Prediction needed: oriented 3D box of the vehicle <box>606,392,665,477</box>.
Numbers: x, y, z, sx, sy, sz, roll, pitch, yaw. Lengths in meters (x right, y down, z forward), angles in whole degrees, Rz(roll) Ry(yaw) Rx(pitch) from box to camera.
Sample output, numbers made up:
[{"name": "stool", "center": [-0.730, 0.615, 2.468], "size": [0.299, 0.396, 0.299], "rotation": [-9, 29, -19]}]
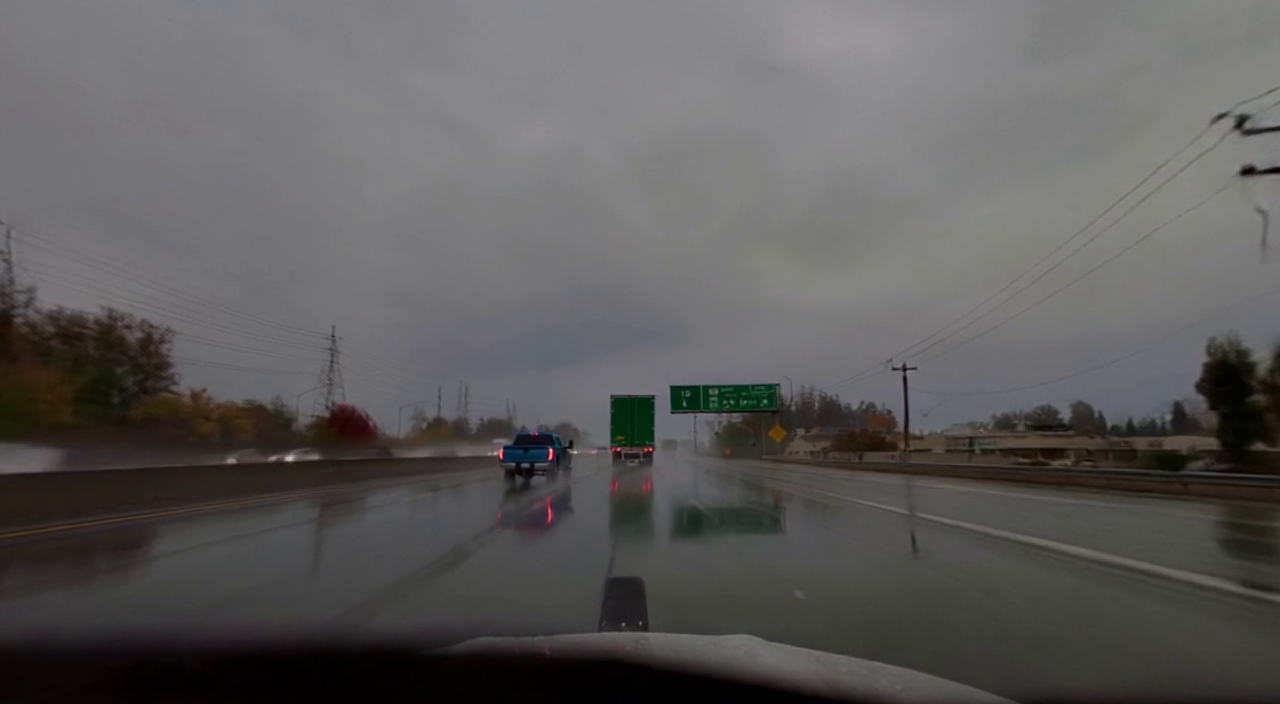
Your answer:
[{"name": "vehicle", "center": [-0.250, 4.968, 37.288], "size": [2.879, 4.085, 13.125], "rotation": [0, -8, 0]}]

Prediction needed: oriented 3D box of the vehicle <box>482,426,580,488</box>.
[{"name": "vehicle", "center": [-4.096, 4.125, 25.196], "size": [2.749, 2.141, 6.515], "rotation": [0, -8, 0]}]
